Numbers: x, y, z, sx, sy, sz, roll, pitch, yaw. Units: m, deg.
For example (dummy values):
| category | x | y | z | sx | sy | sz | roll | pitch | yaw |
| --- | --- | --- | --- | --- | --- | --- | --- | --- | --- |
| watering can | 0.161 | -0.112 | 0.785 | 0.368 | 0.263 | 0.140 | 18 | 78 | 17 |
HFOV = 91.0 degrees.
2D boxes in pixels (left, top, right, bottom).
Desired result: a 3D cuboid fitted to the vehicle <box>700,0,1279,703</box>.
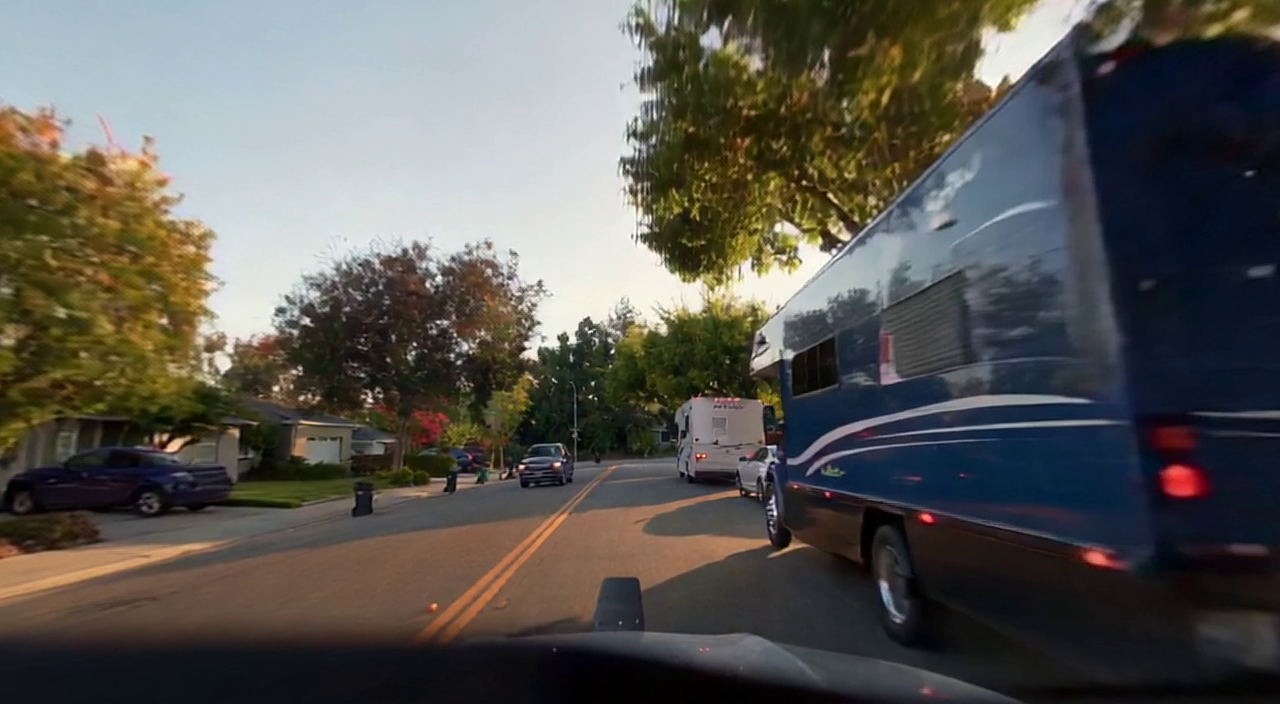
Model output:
| category | x | y | z | sx | sy | sz | roll | pitch | yaw |
| --- | --- | --- | --- | --- | --- | --- | --- | --- | --- |
| vehicle | 2.946 | 0.843 | 7.699 | 3.052 | 3.440 | 11.052 | 0 | -8 | -1 |

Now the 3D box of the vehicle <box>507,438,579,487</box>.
| category | x | y | z | sx | sy | sz | roll | pitch | yaw |
| --- | --- | --- | --- | --- | --- | --- | --- | --- | --- |
| vehicle | -3.725 | 4.339 | 25.083 | 2.194 | 1.763 | 4.288 | 0 | -9 | 0 |

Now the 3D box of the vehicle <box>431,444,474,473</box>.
| category | x | y | z | sx | sy | sz | roll | pitch | yaw |
| --- | --- | --- | --- | --- | --- | --- | --- | --- | --- |
| vehicle | -12.776 | 7.252 | 43.097 | 2.111 | 1.856 | 4.803 | 0 | -9 | -8 |
